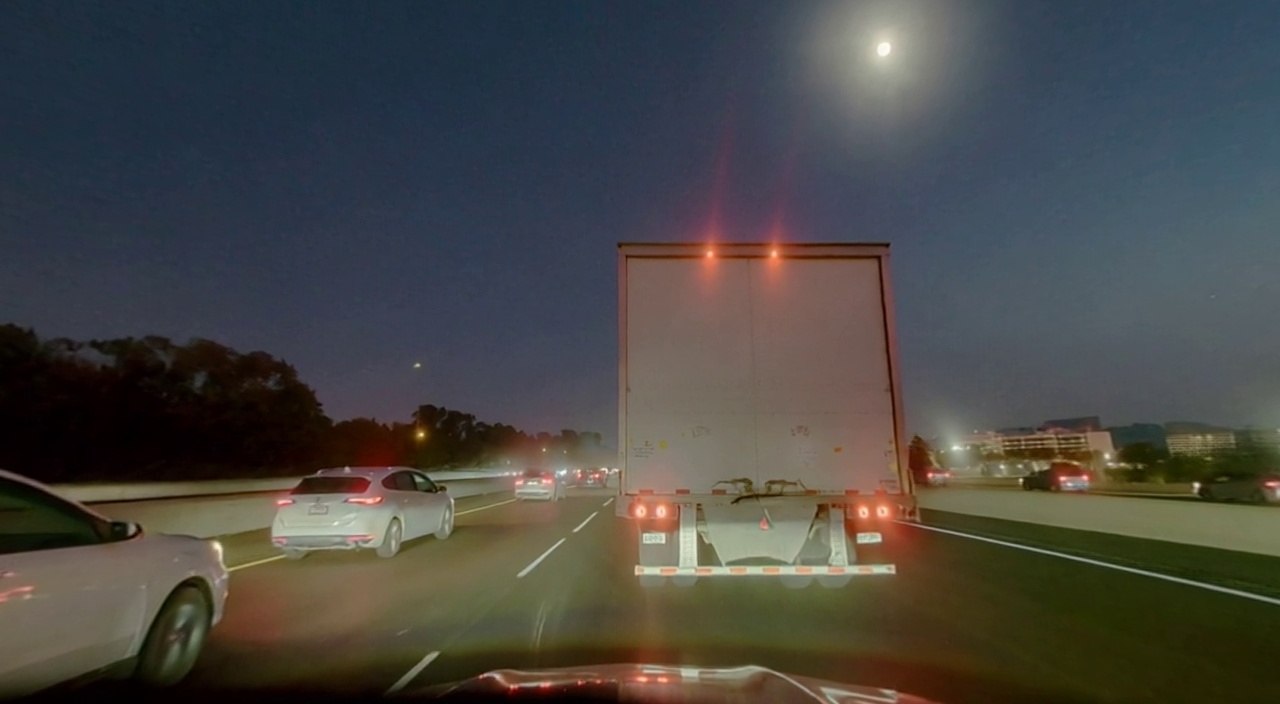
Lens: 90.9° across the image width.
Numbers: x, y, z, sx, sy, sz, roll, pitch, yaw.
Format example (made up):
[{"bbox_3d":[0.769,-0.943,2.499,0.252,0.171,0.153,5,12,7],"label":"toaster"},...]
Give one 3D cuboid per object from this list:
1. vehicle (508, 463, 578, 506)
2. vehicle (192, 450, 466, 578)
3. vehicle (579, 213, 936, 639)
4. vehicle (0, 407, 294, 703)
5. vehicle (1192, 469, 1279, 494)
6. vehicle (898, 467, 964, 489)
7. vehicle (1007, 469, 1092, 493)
[{"bbox_3d":[-3.710,5.192,24.970,1.964,1.482,4.371,0,-11,1],"label":"vehicle"},{"bbox_3d":[-4.301,2.338,9.736,1.946,1.469,4.431,1,-11,0],"label":"vehicle"},{"bbox_3d":[0.871,1.318,9.561,2.831,3.529,8.689,1,-11,-1],"label":"vehicle"},{"bbox_3d":[-3.474,0.892,2.025,1.983,1.509,4.679,0,-11,1],"label":"vehicle"},{"bbox_3d":[37.975,8.204,39.983,3.974,1.485,1.709,0,-11,4],"label":"vehicle"},{"bbox_3d":[21.451,9.263,46.490,4.107,1.485,1.796,-6,-13,33],"label":"vehicle"},{"bbox_3d":[27.106,8.522,41.861,4.299,1.465,1.807,-3,-11,20],"label":"vehicle"}]
